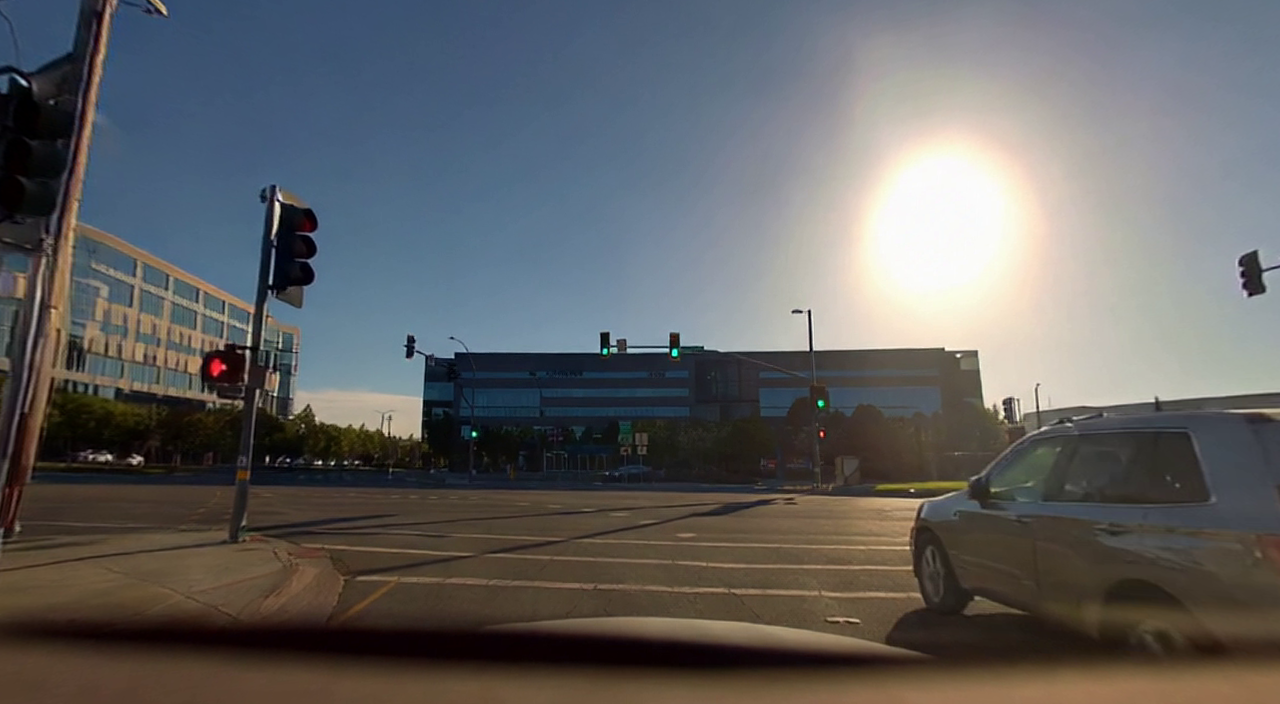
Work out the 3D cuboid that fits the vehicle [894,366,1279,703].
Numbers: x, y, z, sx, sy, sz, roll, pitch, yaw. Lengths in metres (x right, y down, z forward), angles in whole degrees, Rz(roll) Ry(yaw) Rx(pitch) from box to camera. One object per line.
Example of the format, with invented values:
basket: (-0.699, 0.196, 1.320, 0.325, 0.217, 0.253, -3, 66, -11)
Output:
vehicle: (3.204, 1.070, 3.457, 1.938, 1.648, 4.211, 0, -8, 1)
